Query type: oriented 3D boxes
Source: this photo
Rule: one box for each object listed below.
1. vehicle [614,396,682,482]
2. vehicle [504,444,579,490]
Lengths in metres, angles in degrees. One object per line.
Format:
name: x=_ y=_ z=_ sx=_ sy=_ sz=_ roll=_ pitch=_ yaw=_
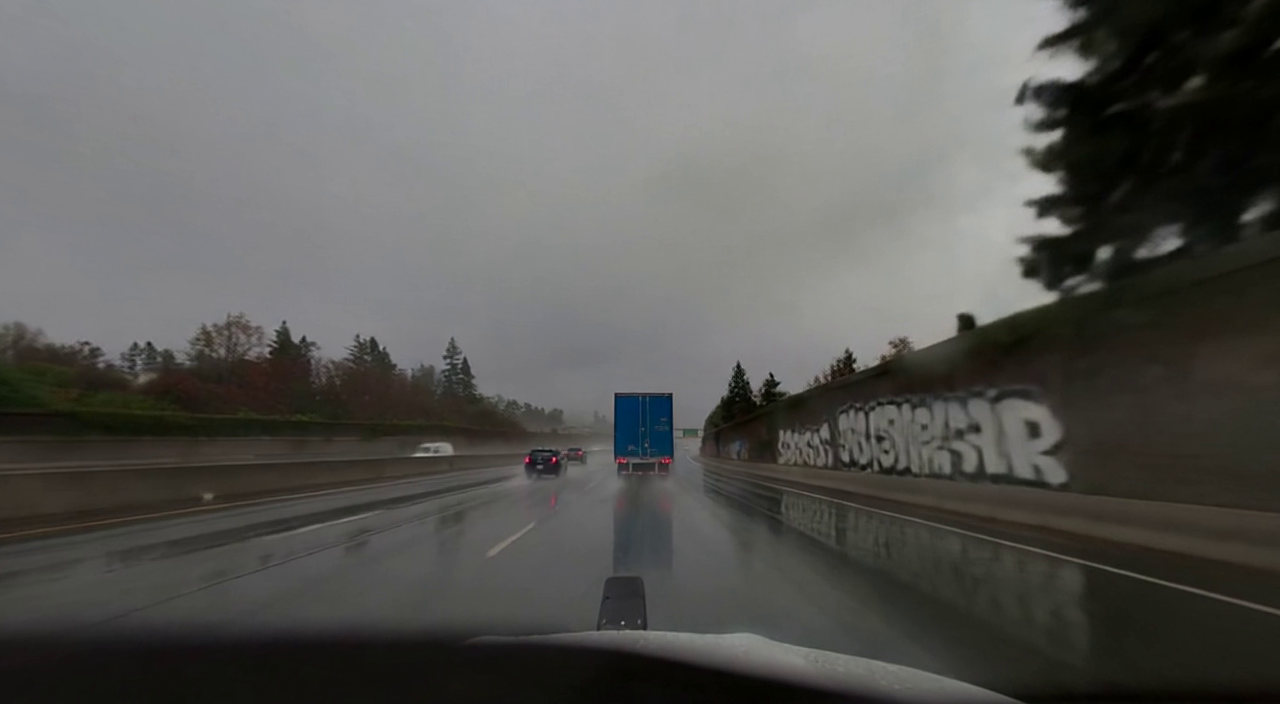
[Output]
vehicle: x=0.249 y=4.509 z=31.993 sx=2.915 sy=3.661 sz=9.741 roll=0 pitch=-9 yaw=-1
vehicle: x=-3.468 y=4.131 z=22.923 sx=2.020 sy=1.505 sz=4.171 roll=0 pitch=-9 yaw=0
